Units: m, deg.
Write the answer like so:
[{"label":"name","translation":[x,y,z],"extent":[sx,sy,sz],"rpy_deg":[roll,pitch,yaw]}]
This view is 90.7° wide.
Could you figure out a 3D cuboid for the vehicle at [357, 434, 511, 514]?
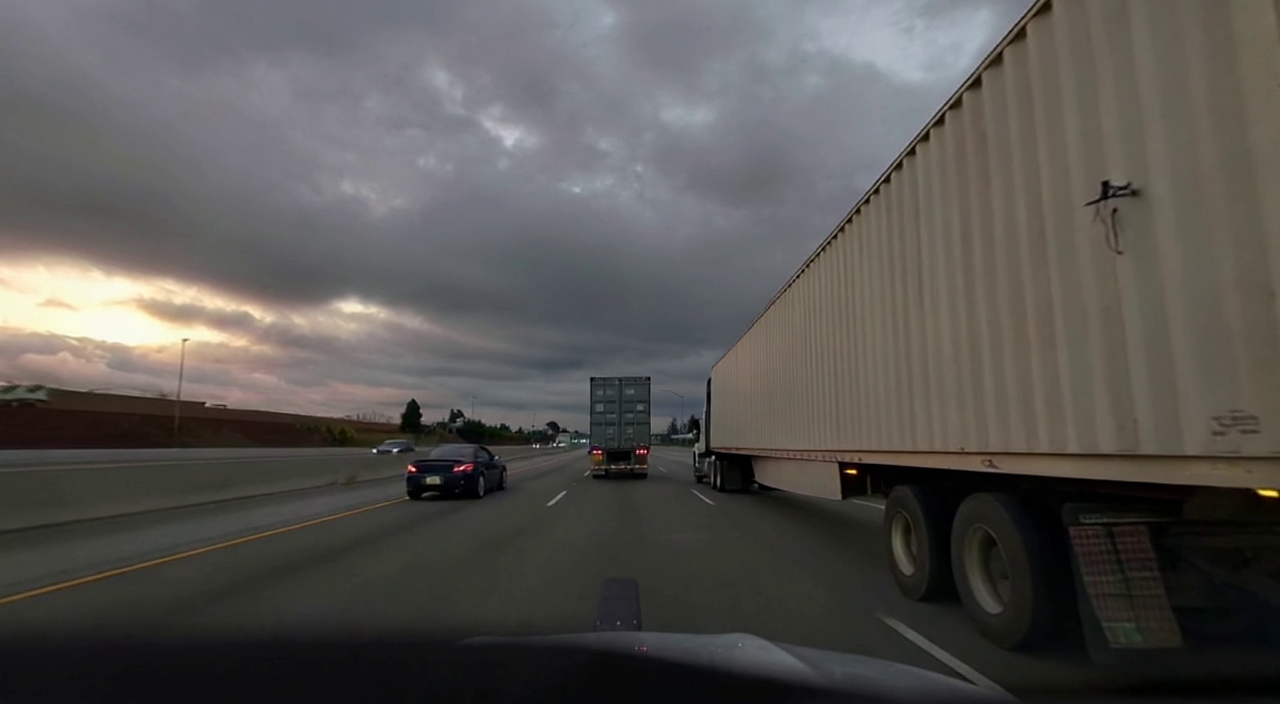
[{"label":"vehicle","translation":[-4.346,2.637,14.239],"extent":[1.994,1.471,4.591],"rpy_deg":[0,-9,-1]}]

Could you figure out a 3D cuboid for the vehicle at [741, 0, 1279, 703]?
[{"label":"vehicle","translation":[3.745,0.387,7.670],"extent":[2.803,4.072,12.744],"rpy_deg":[0,-8,-1]}]

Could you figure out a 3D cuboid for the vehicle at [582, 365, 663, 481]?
[{"label":"vehicle","translation":[-0.579,3.400,28.543],"extent":[2.841,4.071,12.046],"rpy_deg":[-1,-9,1]}]
